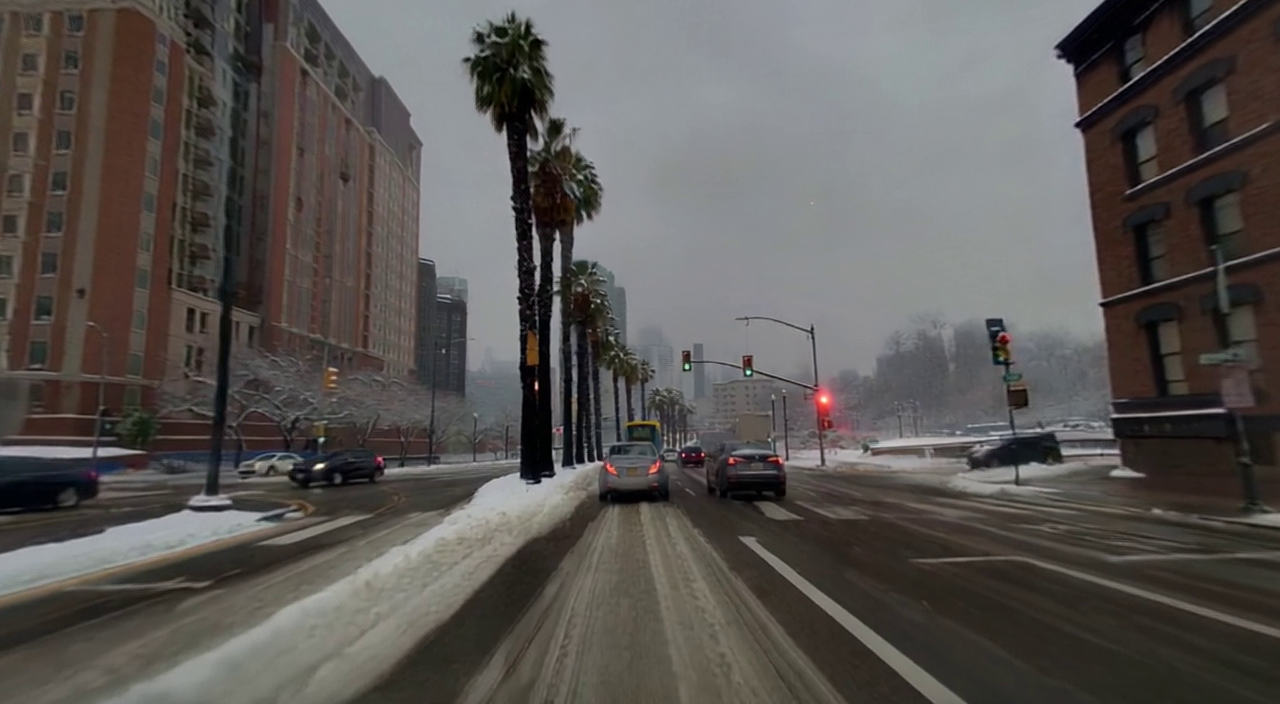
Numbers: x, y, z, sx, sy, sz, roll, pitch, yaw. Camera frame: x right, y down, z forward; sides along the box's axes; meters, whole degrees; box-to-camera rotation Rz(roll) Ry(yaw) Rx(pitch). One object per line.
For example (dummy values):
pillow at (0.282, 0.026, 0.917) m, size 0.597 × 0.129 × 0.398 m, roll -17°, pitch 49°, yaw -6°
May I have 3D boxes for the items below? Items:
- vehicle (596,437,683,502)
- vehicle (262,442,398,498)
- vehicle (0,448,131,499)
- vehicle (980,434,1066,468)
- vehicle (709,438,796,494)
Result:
vehicle at (-0.011, 3.053, 16.762) m, size 2.048 × 1.503 × 3.681 m, roll 0°, pitch -9°, yaw 0°
vehicle at (-9.448, 3.497, 19.127) m, size 4.435 × 1.501 × 1.977 m, roll -7°, pitch -11°, yaw 39°
vehicle at (-19.323, 3.792, 19.883) m, size 4.641 × 1.502 × 1.882 m, roll 3°, pitch -9°, yaw -21°
vehicle at (20.250, 5.266, 33.668) m, size 1.959 × 1.674 × 4.706 m, roll -1°, pitch -9°, yaw 6°
vehicle at (3.239, 3.363, 18.900) m, size 1.909 × 1.500 × 3.524 m, roll 0°, pitch -9°, yaw -1°
